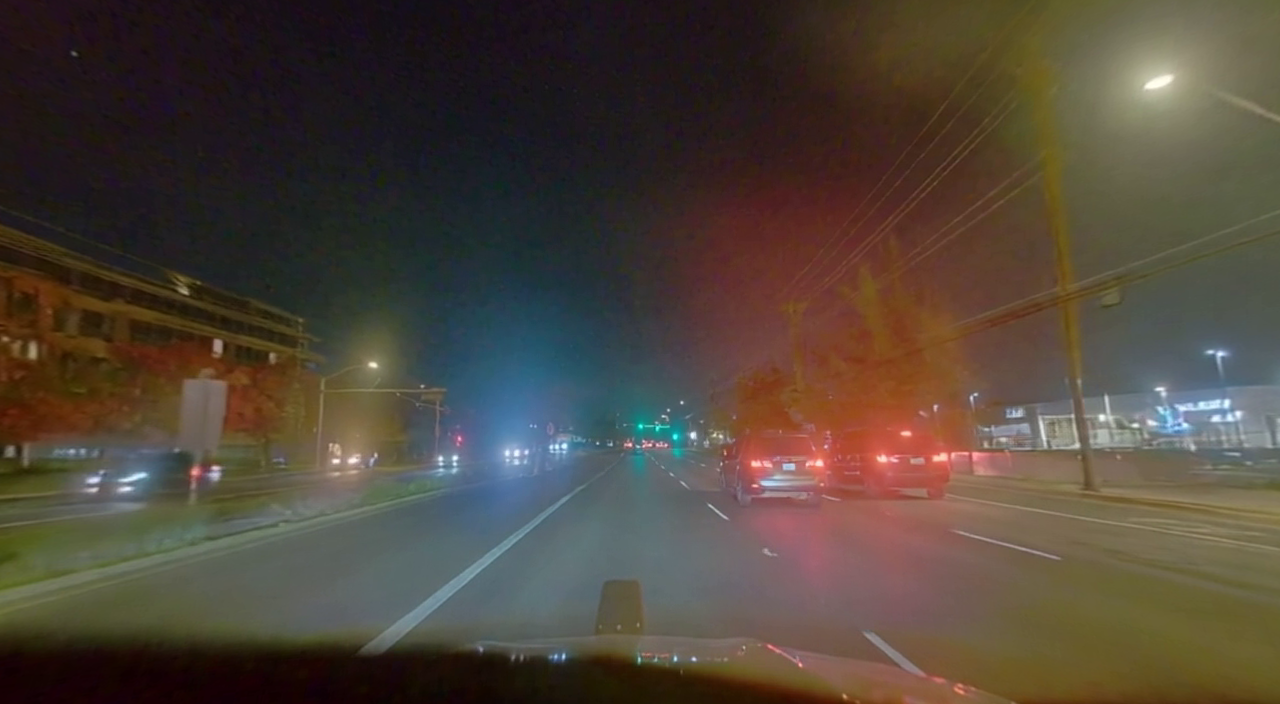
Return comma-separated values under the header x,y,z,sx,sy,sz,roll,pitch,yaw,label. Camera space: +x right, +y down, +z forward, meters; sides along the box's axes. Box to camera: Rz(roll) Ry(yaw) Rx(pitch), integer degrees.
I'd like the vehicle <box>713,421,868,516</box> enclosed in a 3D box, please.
x,y,z,sx,sy,sz,roll,pitch,yaw,label
2.964,2.409,13.522,2.128,1.699,4.222,0,-8,-2,vehicle

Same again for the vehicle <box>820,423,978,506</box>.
x,y,z,sx,sy,sz,roll,pitch,yaw,label
6.097,2.699,15.539,1.998,1.724,4.260,0,-8,-1,vehicle

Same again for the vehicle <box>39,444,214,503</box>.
x,y,z,sx,sy,sz,roll,pitch,yaw,label
-16.340,3.833,20.484,1.933,1.677,4.400,0,-8,0,vehicle
